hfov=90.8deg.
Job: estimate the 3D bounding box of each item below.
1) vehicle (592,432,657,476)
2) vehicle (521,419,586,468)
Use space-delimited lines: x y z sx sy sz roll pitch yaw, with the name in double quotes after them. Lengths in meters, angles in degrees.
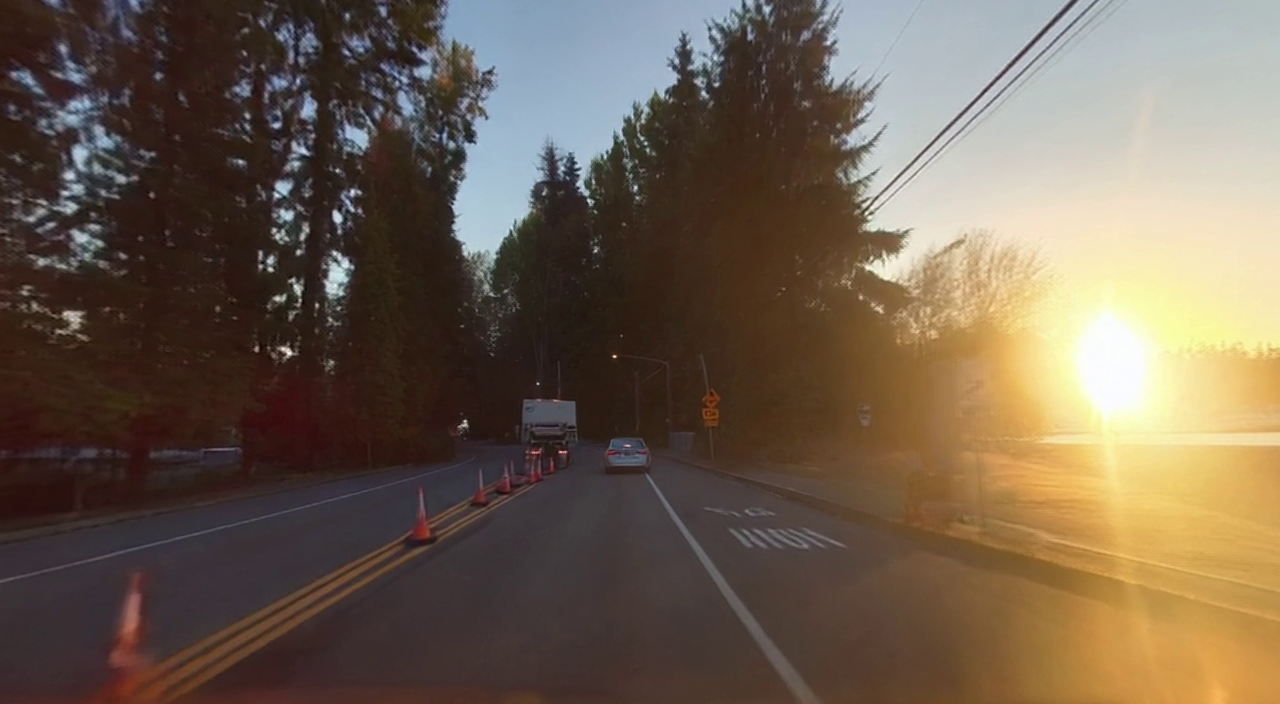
-0.598 3.783 23.649 2.186 1.463 4.356 0 -8 -2 "vehicle"
-3.976 4.290 29.696 2.671 2.053 6.074 1 -8 -6 "vehicle"
